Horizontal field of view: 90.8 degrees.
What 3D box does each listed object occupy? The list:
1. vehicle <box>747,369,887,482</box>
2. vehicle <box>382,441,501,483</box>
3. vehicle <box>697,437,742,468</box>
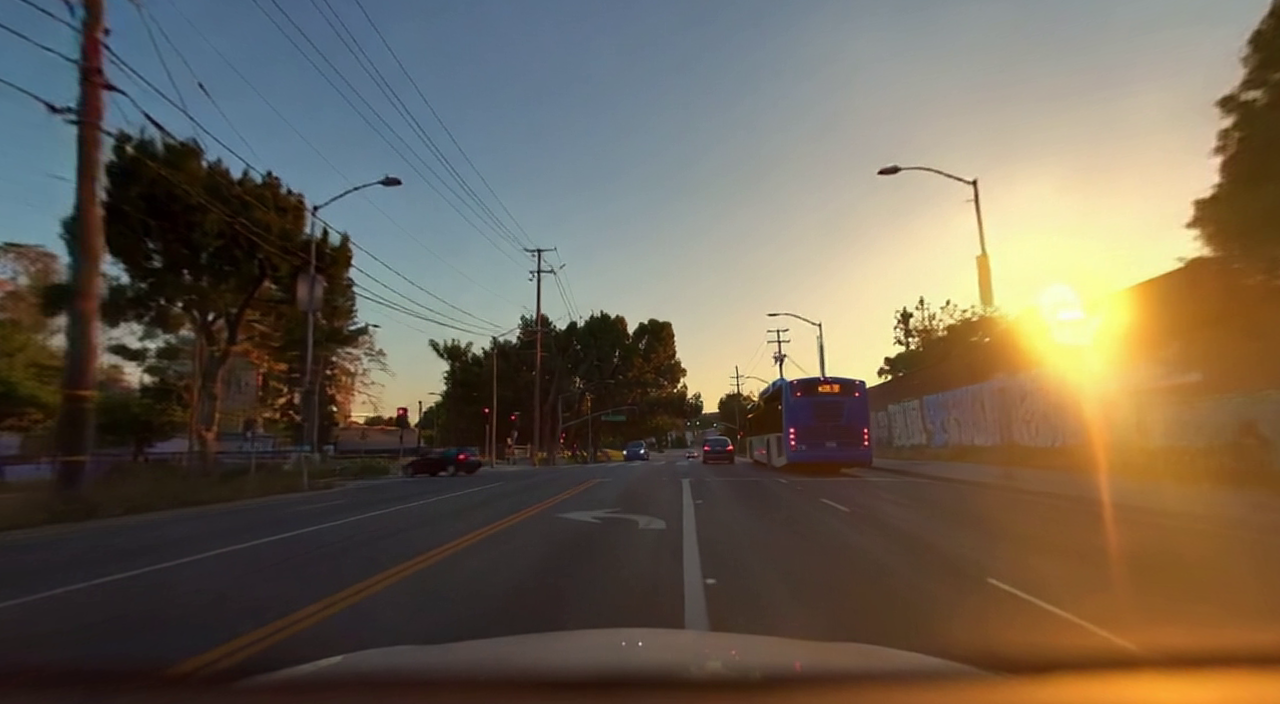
[{"bbox_3d":[6.497,3.166,25.815,3.045,3.447,12.604,-1,-8,4],"label":"vehicle"},{"bbox_3d":[-8.043,4.404,25.622,4.420,1.544,2.018,-5,-9,27],"label":"vehicle"},{"bbox_3d":[3.972,5.093,32.183,1.961,1.470,4.196,-1,-8,3],"label":"vehicle"}]
